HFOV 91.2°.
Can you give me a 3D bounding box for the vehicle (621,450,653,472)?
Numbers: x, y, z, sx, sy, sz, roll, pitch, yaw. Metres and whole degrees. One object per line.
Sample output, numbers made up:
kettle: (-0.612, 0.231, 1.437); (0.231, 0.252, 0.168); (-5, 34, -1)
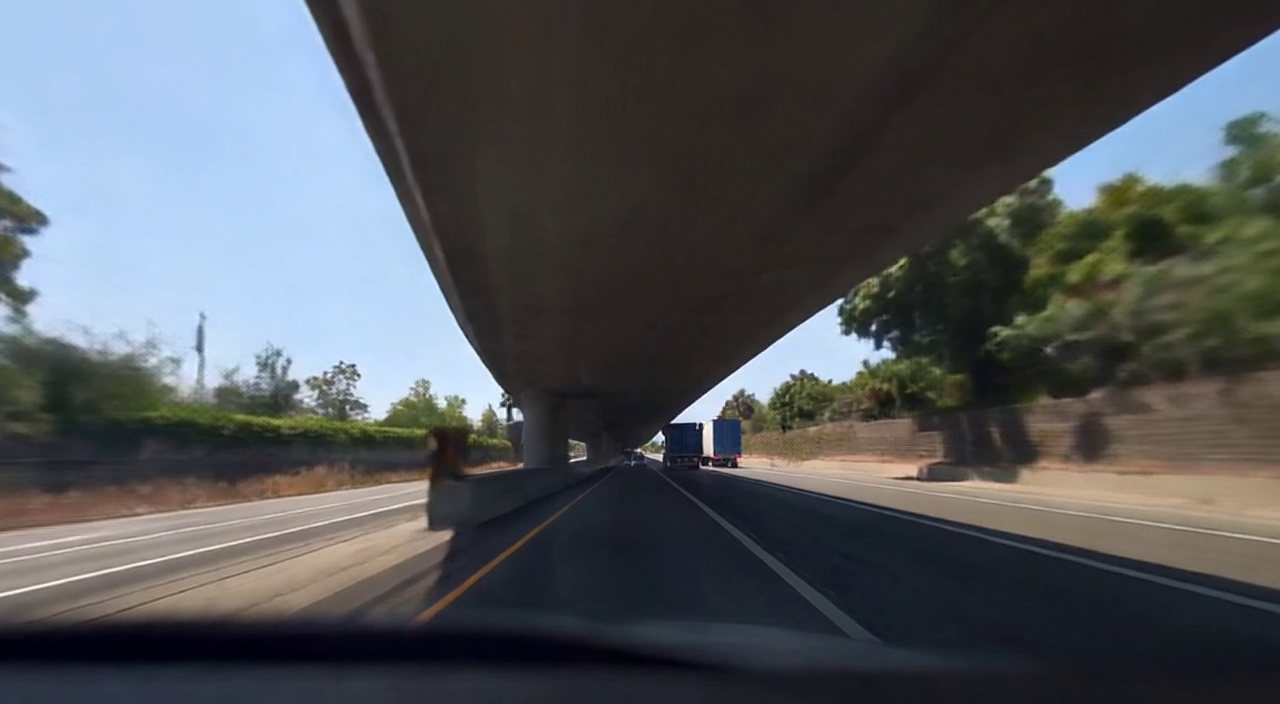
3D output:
vehicle: (-0.245, 7.583, 43.712); (2.083, 1.473, 3.923); (0, -9, -1)
